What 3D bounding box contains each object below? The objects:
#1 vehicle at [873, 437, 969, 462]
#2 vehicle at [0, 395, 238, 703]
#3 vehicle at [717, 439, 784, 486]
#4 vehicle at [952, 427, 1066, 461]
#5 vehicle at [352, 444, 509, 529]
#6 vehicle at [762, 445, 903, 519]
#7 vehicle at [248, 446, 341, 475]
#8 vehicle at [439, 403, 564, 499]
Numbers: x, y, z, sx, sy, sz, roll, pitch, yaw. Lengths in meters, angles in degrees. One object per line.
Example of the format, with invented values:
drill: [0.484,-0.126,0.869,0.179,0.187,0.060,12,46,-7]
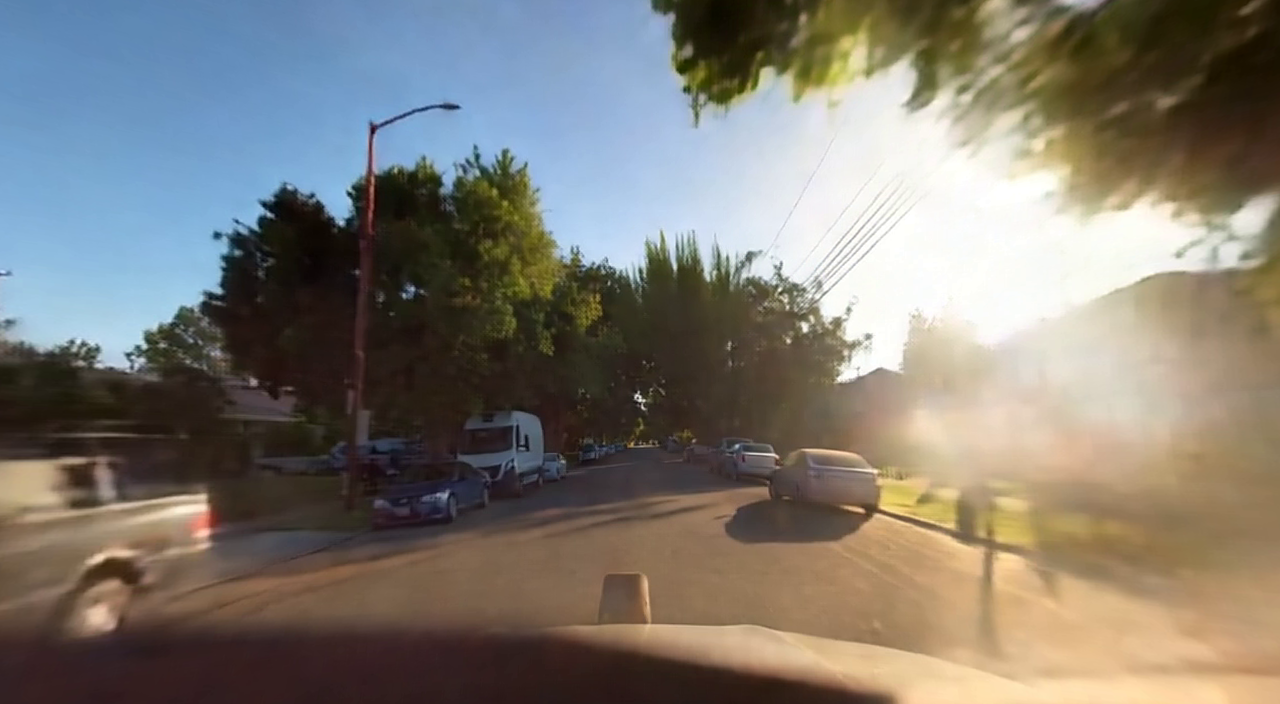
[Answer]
vehicle: [16.614,5.785,37.334,4.700,1.440,2.058,0,-8,3]
vehicle: [-4.667,1.087,2.864,2.154,1.796,5.294,-2,-8,0]
vehicle: [4.145,4.178,24.211,1.839,1.520,4.498,3,-8,1]
vehicle: [22.020,5.516,37.635,5.271,1.913,2.466,0,-8,1]
vehicle: [-4.746,3.056,15.083,2.023,1.568,4.942,-3,-8,1]
vehicle: [4.196,2.864,14.458,1.846,1.351,4.272,2,-8,-1]
vehicle: [-19.246,6.052,35.102,4.126,1.545,1.830,0,-8,1]
vehicle: [-4.388,3.278,21.097,2.470,2.613,5.989,-4,-8,4]
